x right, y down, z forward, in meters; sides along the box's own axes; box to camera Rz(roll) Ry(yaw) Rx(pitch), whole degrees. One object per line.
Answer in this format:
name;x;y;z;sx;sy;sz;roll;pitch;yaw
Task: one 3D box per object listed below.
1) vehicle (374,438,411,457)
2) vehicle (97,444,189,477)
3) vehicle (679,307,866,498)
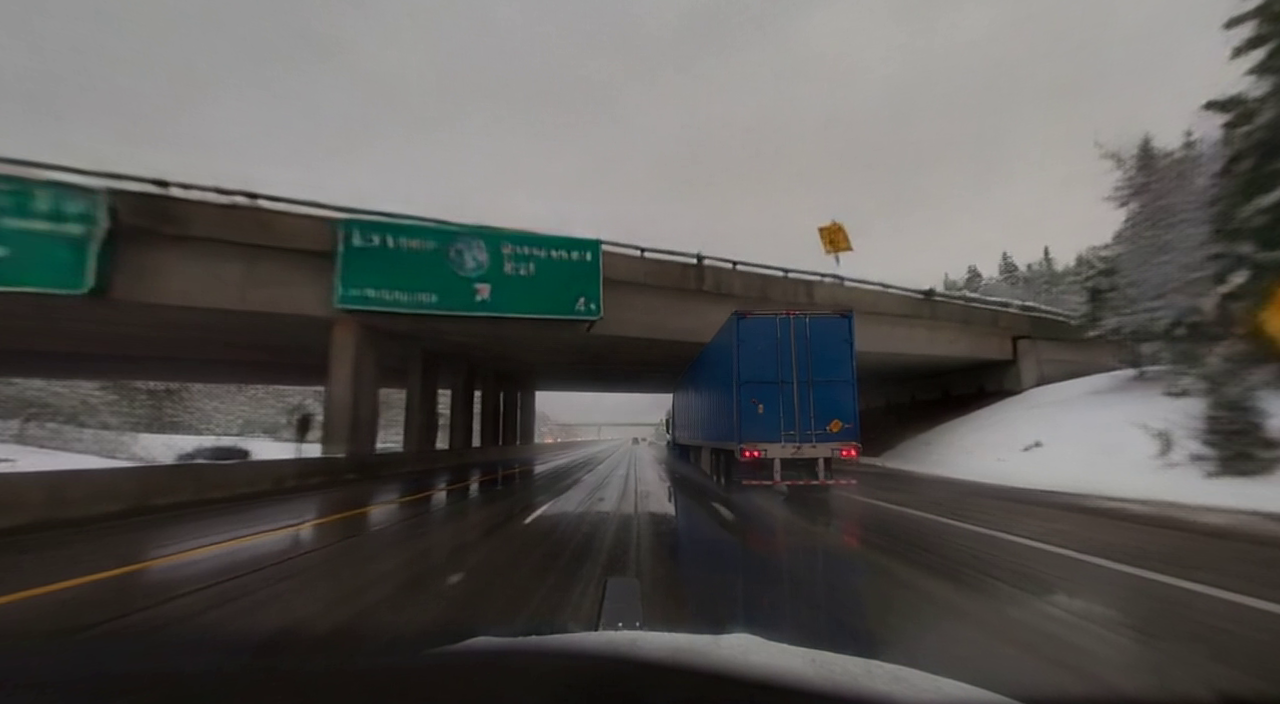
vehicle;-17.796;6.937;45.562;1.391;1.308;3.105;0;-9;-1
vehicle;-21.978;4.795;28.104;1.436;1.326;3.245;0;-8;0
vehicle;3.362;2.290;21.944;2.743;4.160;16.408;0;-9;-1
